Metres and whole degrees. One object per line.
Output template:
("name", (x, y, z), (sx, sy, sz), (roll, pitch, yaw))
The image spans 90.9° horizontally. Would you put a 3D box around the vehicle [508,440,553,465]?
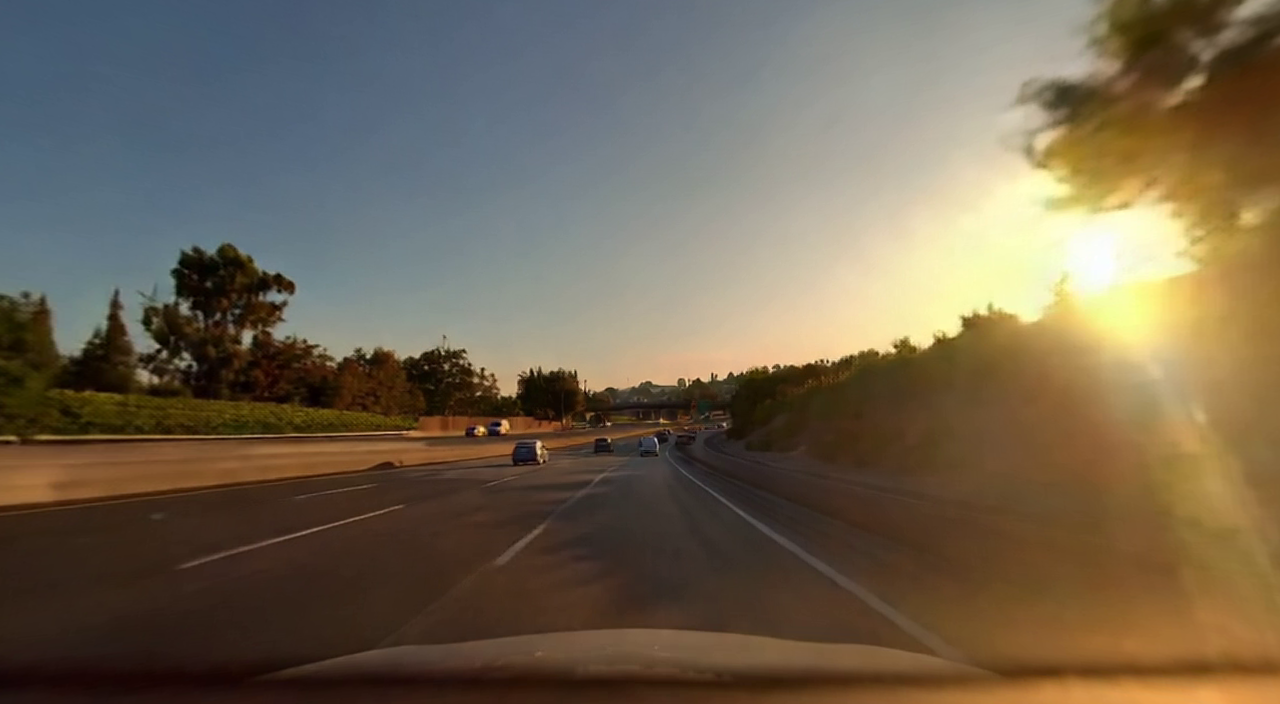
("vehicle", (-6.886, 6.372, 40.151), (1.966, 1.488, 4.243), (-1, -9, 2))
